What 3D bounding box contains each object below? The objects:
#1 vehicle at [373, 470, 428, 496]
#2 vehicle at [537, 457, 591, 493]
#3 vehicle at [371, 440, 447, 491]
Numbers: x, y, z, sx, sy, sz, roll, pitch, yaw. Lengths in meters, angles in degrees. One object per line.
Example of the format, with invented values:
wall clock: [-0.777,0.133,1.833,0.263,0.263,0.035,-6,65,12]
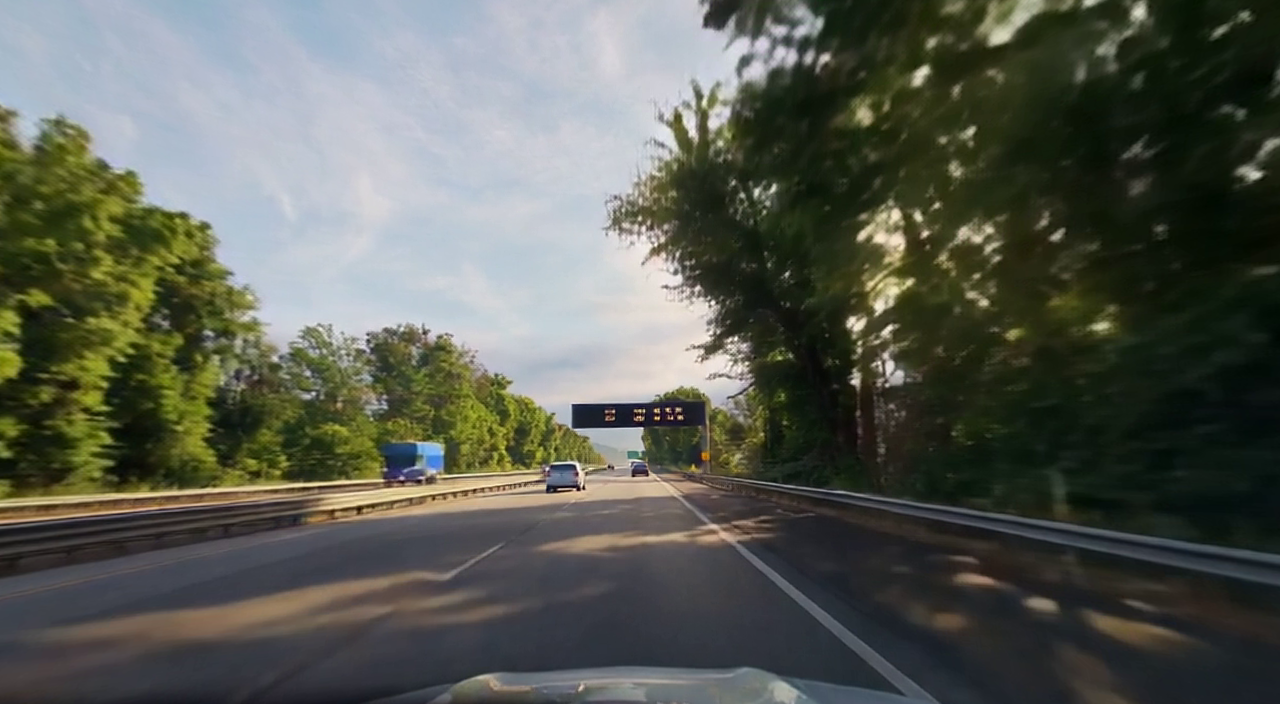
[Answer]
vehicle: [-13.647,7.459,36.076,1.628,1.379,3.634,0,-10,1]
vehicle: [-3.723,6.119,31.487,2.081,1.586,4.245,0,-10,1]
vehicle: [-17.268,8.600,47.744,2.776,3.469,7.357,0,-10,1]
